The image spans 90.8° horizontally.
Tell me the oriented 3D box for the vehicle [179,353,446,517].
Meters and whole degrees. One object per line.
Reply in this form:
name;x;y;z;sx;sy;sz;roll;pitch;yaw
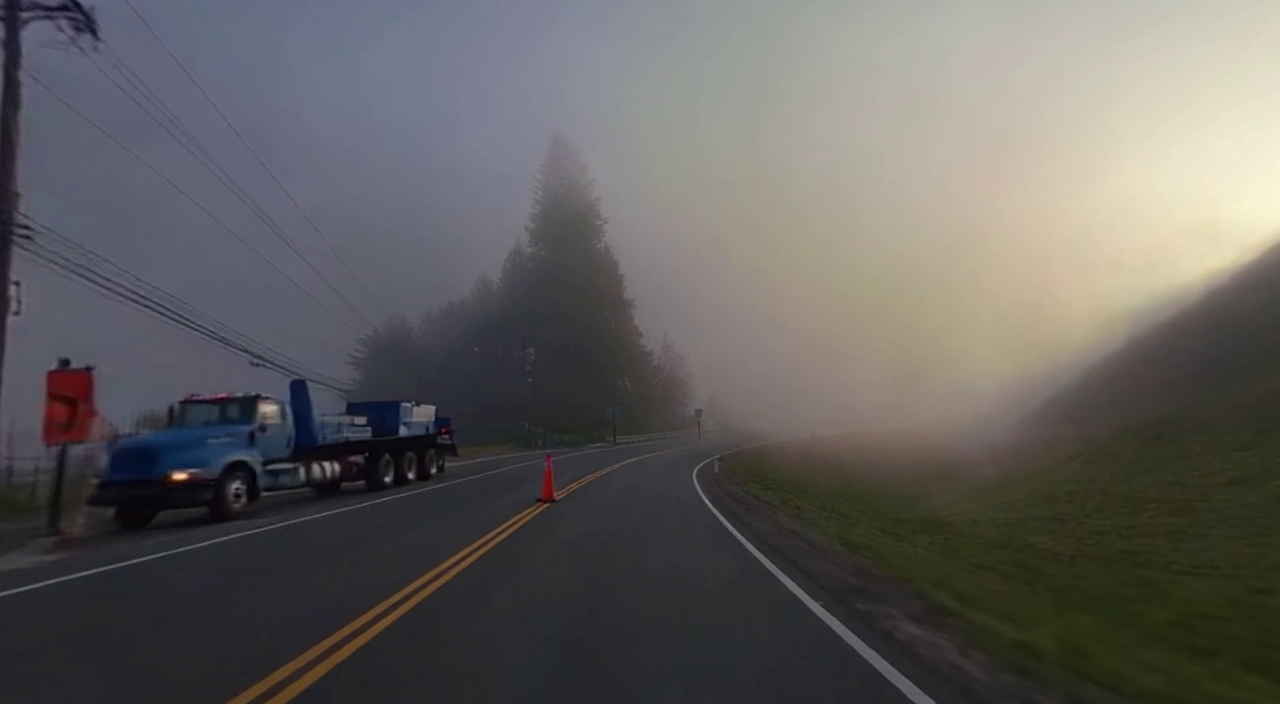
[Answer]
vehicle;-7.885;2.149;16.596;3.031;3.185;7.053;-4;-7;2
